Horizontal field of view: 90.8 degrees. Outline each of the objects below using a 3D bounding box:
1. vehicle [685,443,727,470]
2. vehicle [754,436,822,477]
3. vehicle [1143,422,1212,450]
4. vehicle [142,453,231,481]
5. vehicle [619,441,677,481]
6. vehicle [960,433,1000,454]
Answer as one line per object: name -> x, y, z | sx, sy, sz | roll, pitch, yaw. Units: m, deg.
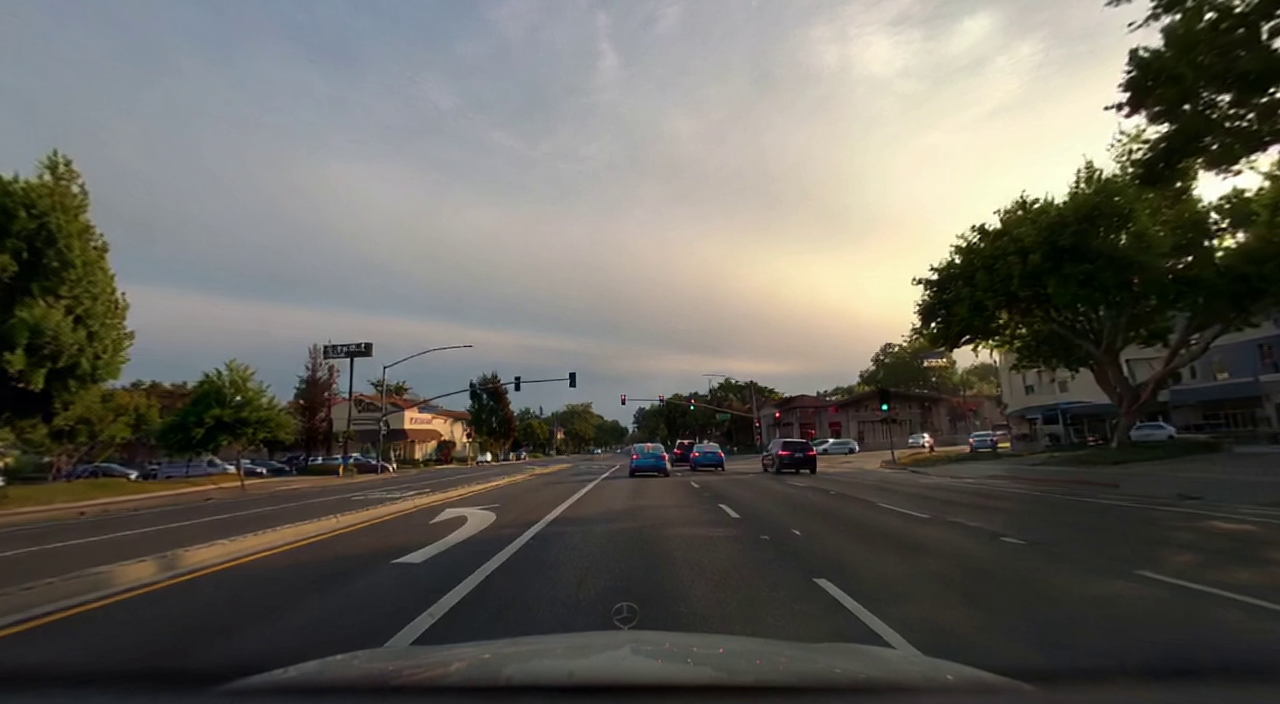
vehicle -> 3.769, 6.053, 36.890 | 1.889, 1.473, 4.643 | 0, -9, -1
vehicle -> 6.652, 4.746, 28.928 | 2.009, 1.700, 4.275 | 0, -9, -1
vehicle -> 29.470, 4.673, 34.772 | 1.951, 1.443, 4.614 | -5, -10, 29
vehicle -> -31.129, 7.879, 43.457 | 4.471, 1.829, 2.071 | 0, -9, -2
vehicle -> 0.295, 4.356, 25.511 | 2.135, 1.468, 4.076 | 0, -8, 0
vehicle -> 26.125, 7.013, 48.425 | 2.222, 1.538, 4.817 | -6, -10, 32
